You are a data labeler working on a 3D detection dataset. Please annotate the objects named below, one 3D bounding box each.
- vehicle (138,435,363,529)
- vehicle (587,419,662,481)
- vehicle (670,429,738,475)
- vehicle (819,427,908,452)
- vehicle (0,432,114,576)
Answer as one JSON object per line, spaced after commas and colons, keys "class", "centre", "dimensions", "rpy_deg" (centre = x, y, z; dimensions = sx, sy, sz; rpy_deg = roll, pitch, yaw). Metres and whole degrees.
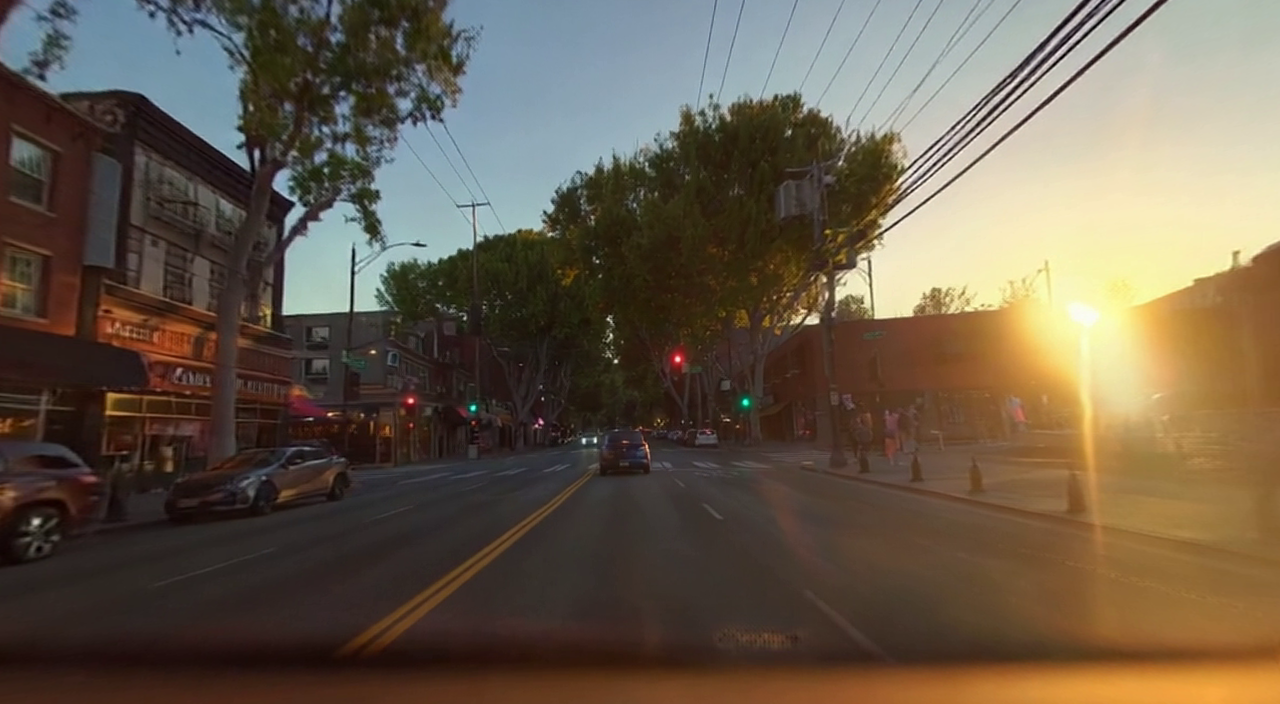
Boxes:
{"class": "vehicle", "centre": [-9.713, 3.251, 16.649], "dimensions": [2.048, 1.985, 6.011], "rpy_deg": [1, -8, 0]}
{"class": "vehicle", "centre": [-0.530, 3.357, 21.794], "dimensions": [2.301, 1.854, 4.919], "rpy_deg": [0, -8, -1]}
{"class": "vehicle", "centre": [2.294, 3.749, 23.909], "dimensions": [1.998, 1.580, 4.015], "rpy_deg": [0, -8, -2]}
{"class": "vehicle", "centre": [13.638, 5.351, 38.651], "dimensions": [4.713, 1.493, 1.875], "rpy_deg": [0, -8, -2]}
{"class": "vehicle", "centre": [-9.616, 1.901, 7.519], "dimensions": [1.980, 1.931, 5.487], "rpy_deg": [1, -8, -1]}
